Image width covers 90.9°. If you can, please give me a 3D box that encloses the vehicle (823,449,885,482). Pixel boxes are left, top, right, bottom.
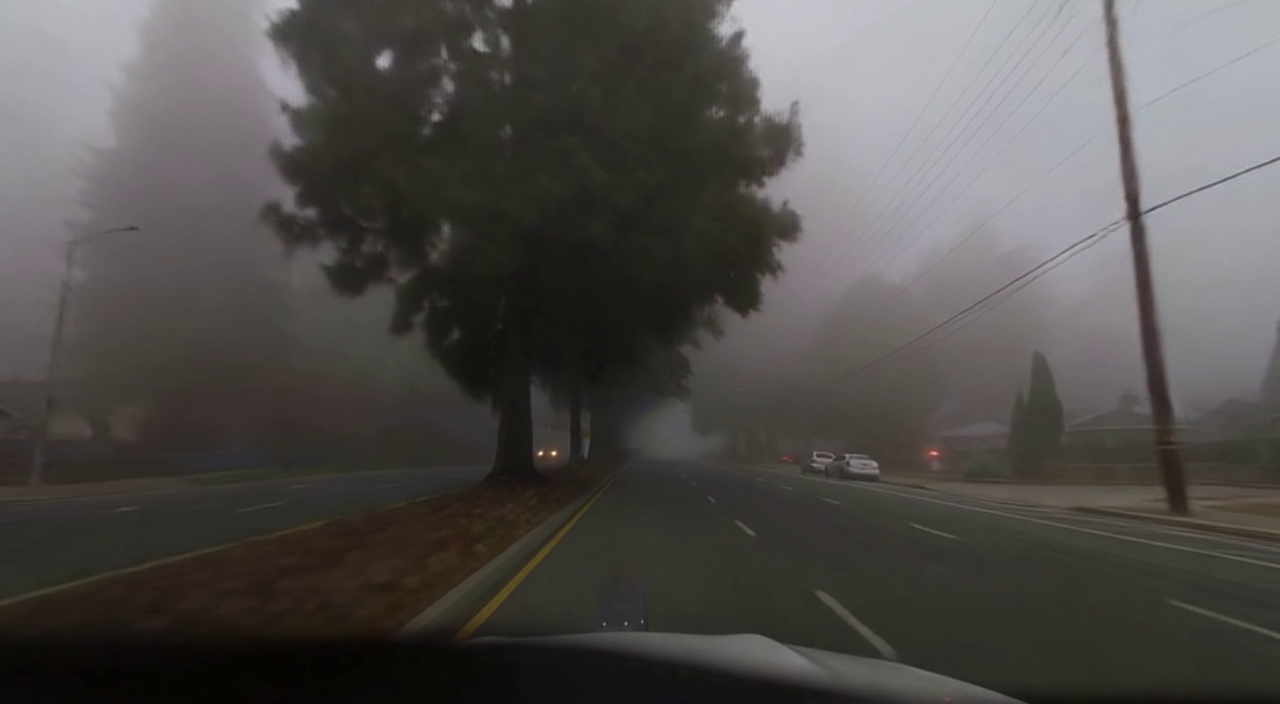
[{"bbox_3d":[11.806,6.273,35.080,2.061,1.575,4.098,4,-8,1],"label":"vehicle"}]
